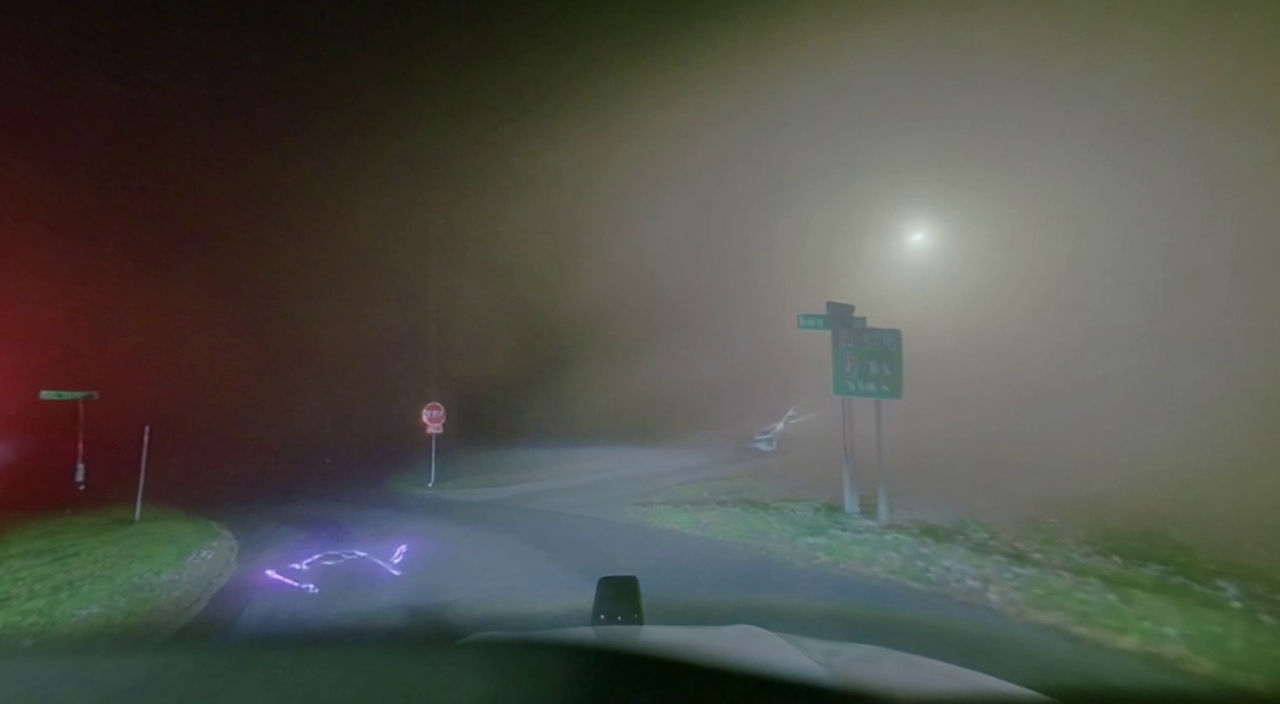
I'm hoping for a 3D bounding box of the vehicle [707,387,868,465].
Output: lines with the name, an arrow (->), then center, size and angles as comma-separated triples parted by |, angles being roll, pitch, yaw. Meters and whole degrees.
vehicle -> 4.440, 2.168, 18.786 | 4.403, 1.574, 1.914 | -6, -4, -31
